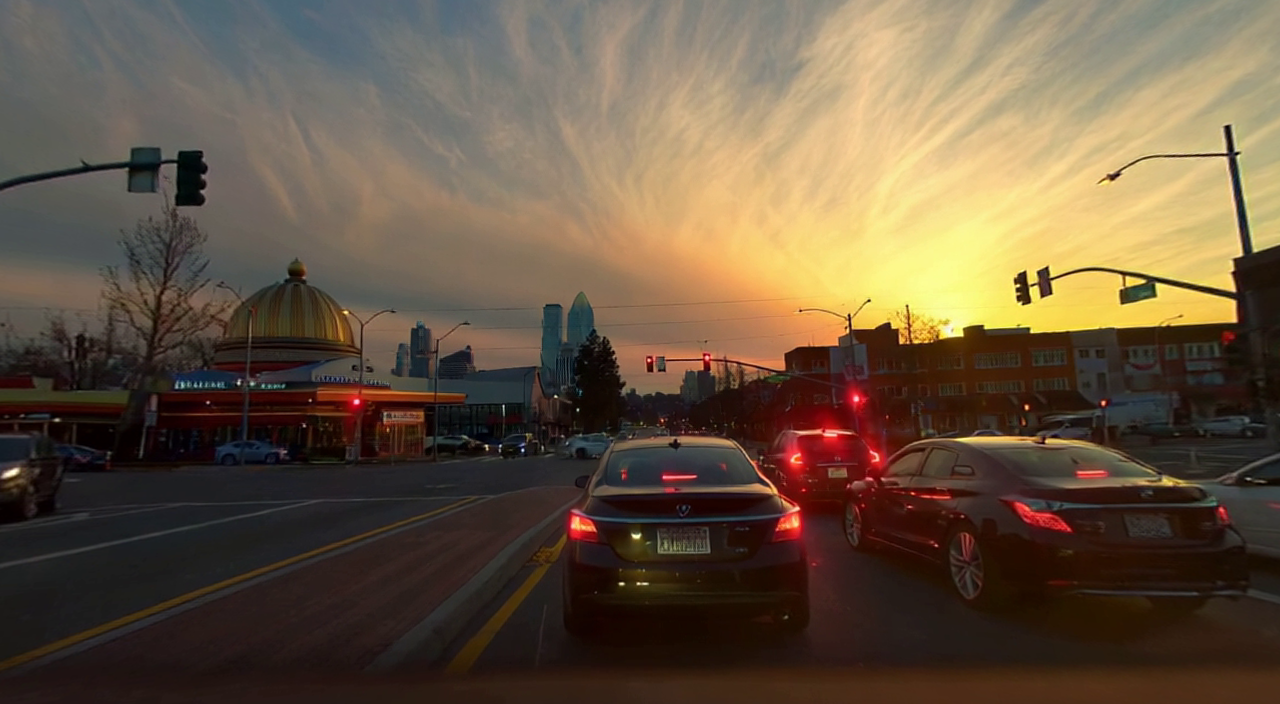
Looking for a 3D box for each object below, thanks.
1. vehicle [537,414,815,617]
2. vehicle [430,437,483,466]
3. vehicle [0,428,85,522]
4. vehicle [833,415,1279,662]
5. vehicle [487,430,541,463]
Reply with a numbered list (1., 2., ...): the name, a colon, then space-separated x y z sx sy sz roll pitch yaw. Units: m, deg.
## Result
1. vehicle: 0.214 1.507 6.731 2.073 1.496 3.892 0 -8 -2
2. vehicle: -12.117 6.584 41.907 2.122 1.829 4.559 0 -8 0
3. vehicle: -13.977 2.631 13.940 2.203 1.783 4.841 6 -10 -38
4. vehicle: 3.522 1.460 6.122 1.883 1.480 4.489 0 -8 0
5. vehicle: -8.811 6.715 44.663 2.710 2.022 5.889 -2 -9 -1
